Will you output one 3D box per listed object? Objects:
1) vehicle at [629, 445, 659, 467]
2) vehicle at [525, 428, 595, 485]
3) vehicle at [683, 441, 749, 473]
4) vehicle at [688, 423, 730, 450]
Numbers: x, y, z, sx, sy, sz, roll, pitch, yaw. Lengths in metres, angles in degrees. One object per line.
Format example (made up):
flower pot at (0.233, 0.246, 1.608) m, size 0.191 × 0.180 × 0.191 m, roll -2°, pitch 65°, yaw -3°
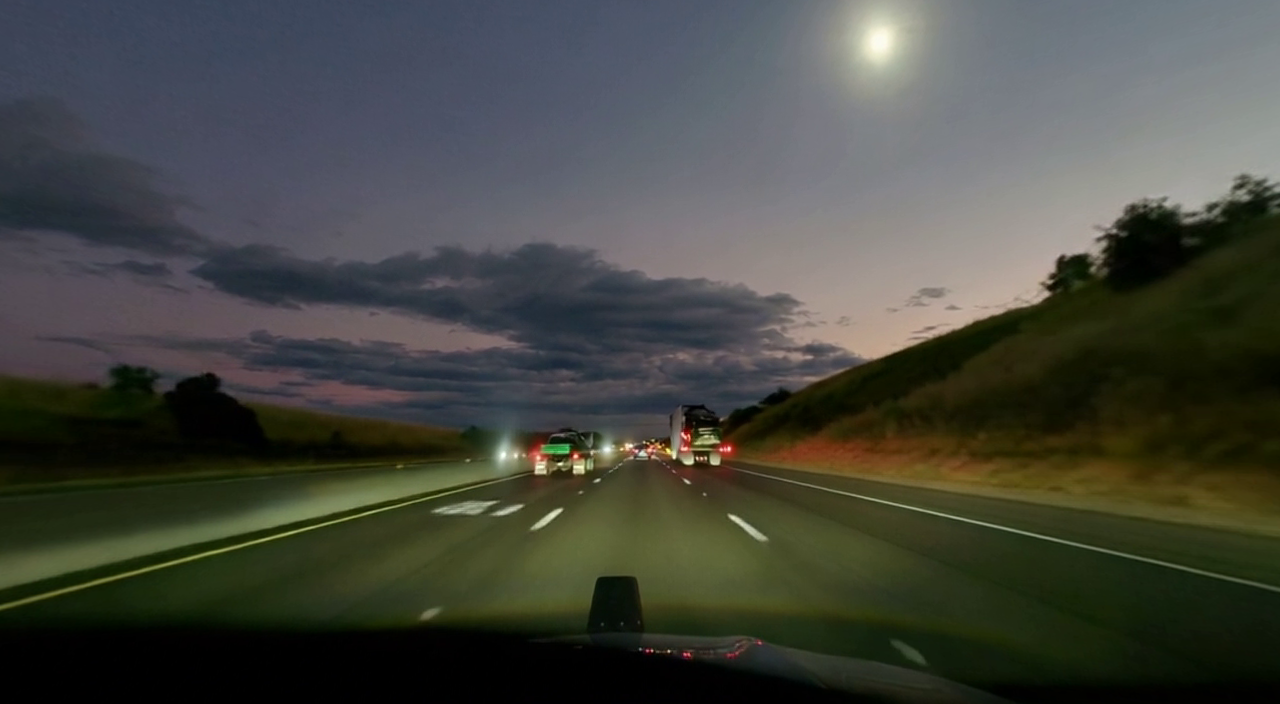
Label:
vehicle at (0.276, 7.581, 46.013) m, size 2.086 × 1.497 × 3.681 m, roll 0°, pitch -9°, yaw 0°
vehicle at (-3.074, 4.167, 25.180) m, size 2.142 × 2.044 × 4.446 m, roll 0°, pitch -9°, yaw 1°
vehicle at (4.185, 6.085, 36.720) m, size 2.654 × 1.574 × 9.537 m, roll 0°, pitch -9°, yaw 0°
vehicle at (4.096, 5.128, 37.992) m, size 1.968 × 1.547 × 4.215 m, roll 0°, pitch -9°, yaw -1°
